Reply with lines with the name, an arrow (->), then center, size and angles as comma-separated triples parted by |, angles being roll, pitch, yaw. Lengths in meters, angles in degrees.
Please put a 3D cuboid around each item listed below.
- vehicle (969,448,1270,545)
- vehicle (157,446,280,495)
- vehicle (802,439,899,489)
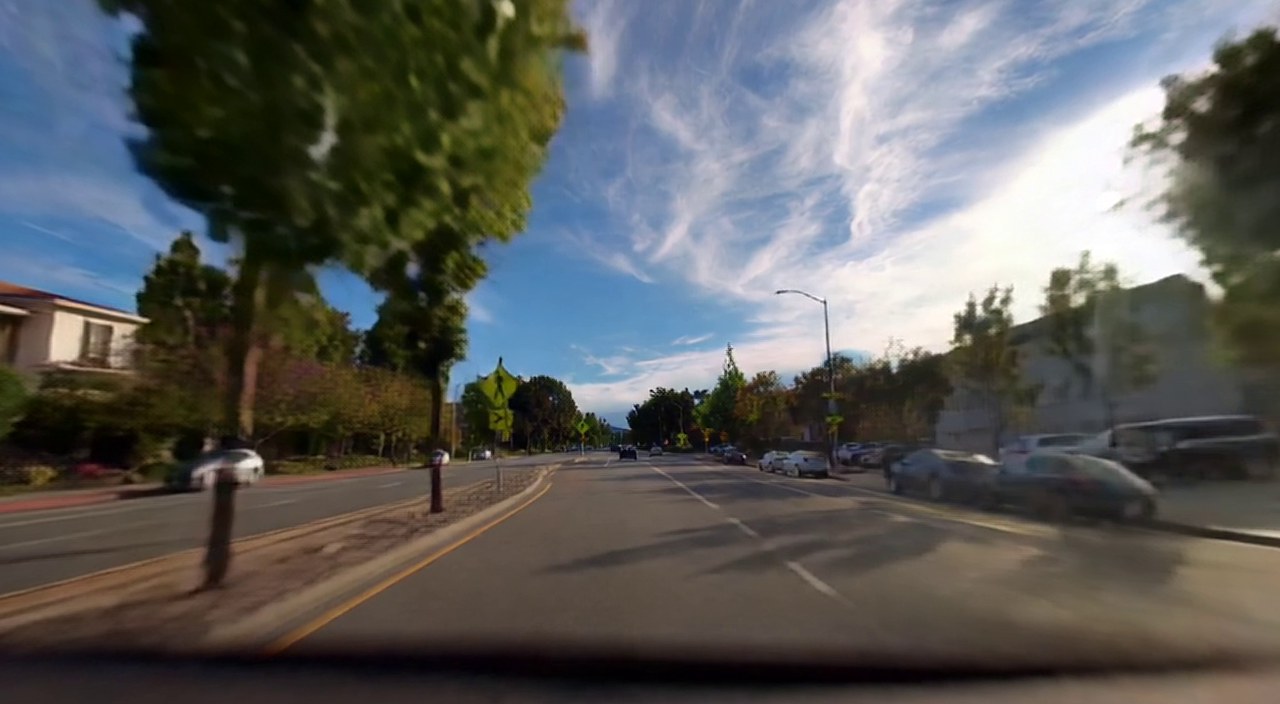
vehicle -> 9.032, 2.704, 12.685 | 2.009, 1.493, 4.983 | 0, -9, -2
vehicle -> -18.151, 5.068, 27.623 | 2.016, 1.755, 5.389 | -3, -8, -4
vehicle -> 8.460, 4.551, 26.002 | 2.100, 1.821, 4.991 | 0, -9, -2
